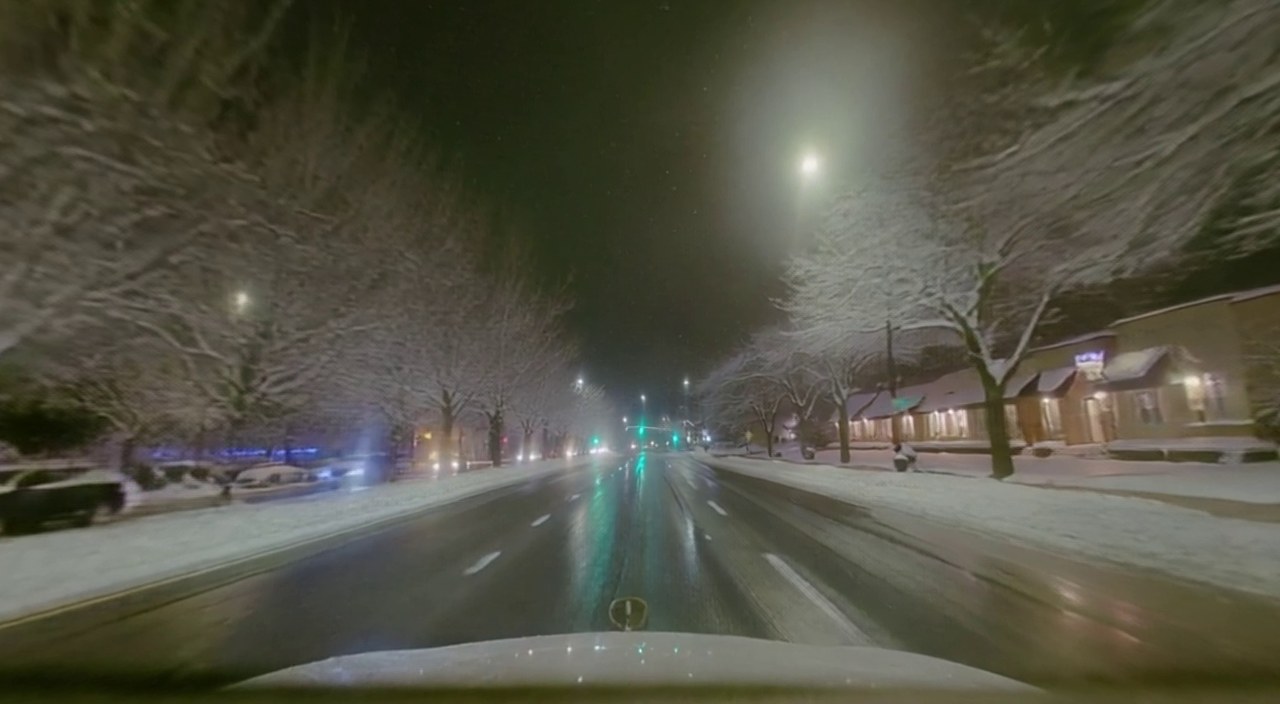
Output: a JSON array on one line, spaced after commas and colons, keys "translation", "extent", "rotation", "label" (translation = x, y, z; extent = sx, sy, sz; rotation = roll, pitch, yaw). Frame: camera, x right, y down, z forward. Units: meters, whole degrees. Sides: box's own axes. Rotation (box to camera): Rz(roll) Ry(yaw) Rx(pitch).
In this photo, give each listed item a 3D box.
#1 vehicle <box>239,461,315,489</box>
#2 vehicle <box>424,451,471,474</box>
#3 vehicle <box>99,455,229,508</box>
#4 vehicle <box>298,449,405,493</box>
[{"translation": [-21.897, 7.418, 38.254], "extent": [1.866, 1.444, 4.407], "rotation": [-1, -8, 2], "label": "vehicle"}, {"translation": [-14.187, 8.142, 46.664], "extent": [1.975, 1.499, 4.658], "rotation": [-1, -8, 1], "label": "vehicle"}, {"translation": [-18.175, 4.918, 24.362], "extent": [1.875, 1.669, 4.064], "rotation": [-5, -8, 1], "label": "vehicle"}, {"translation": [-11.646, 4.808, 25.876], "extent": [2.070, 1.500, 4.724], "rotation": [-3, -8, 2], "label": "vehicle"}]
